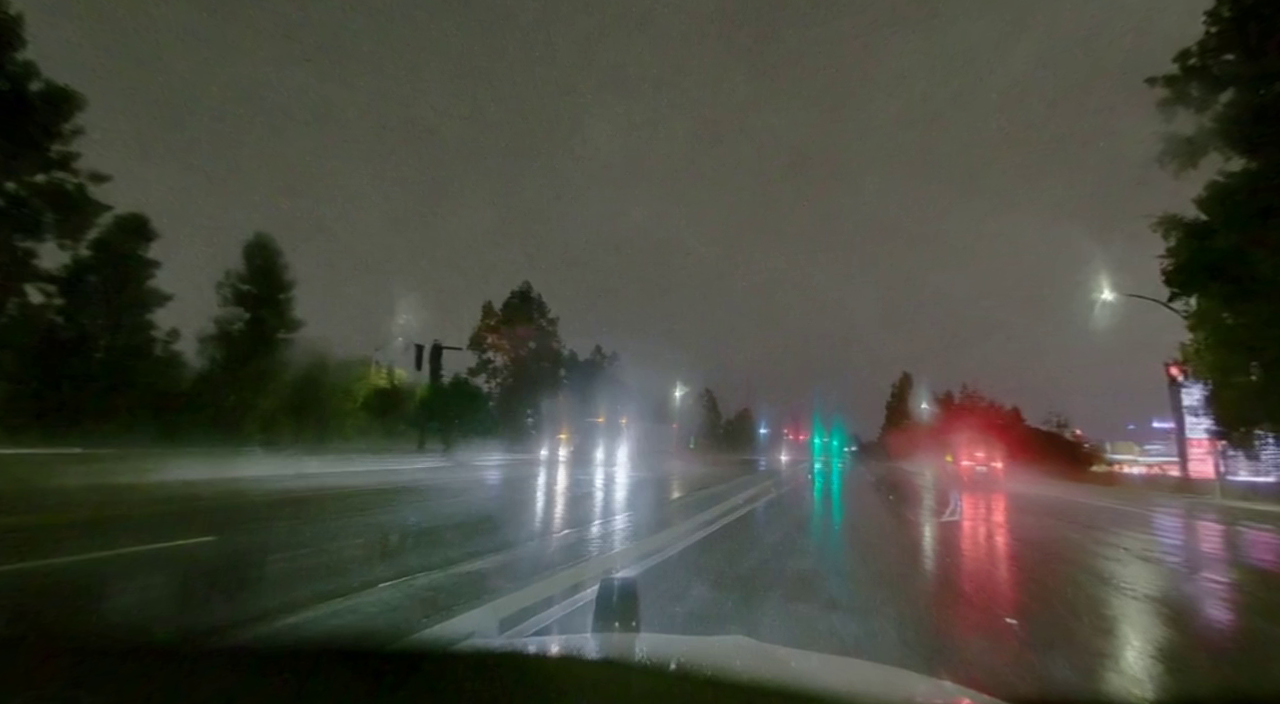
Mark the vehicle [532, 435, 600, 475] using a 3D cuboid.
[{"bbox_3d":[-3.517,5.004,30.853,1.932,1.781,3.906,-3,-9,16],"label":"vehicle"}]
